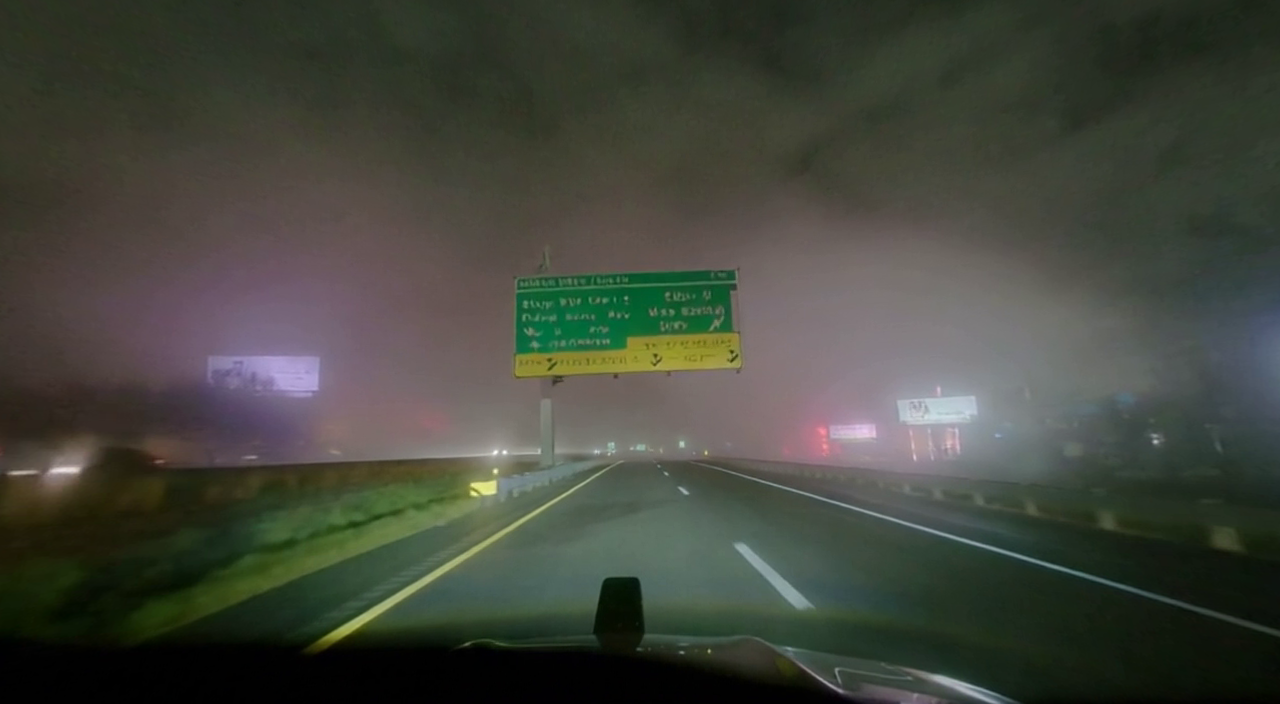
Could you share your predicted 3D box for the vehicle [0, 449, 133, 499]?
[{"bbox_3d":[-21.515,4.436,23.286,1.882,1.601,4.242,-1,-9,1],"label":"vehicle"}]
